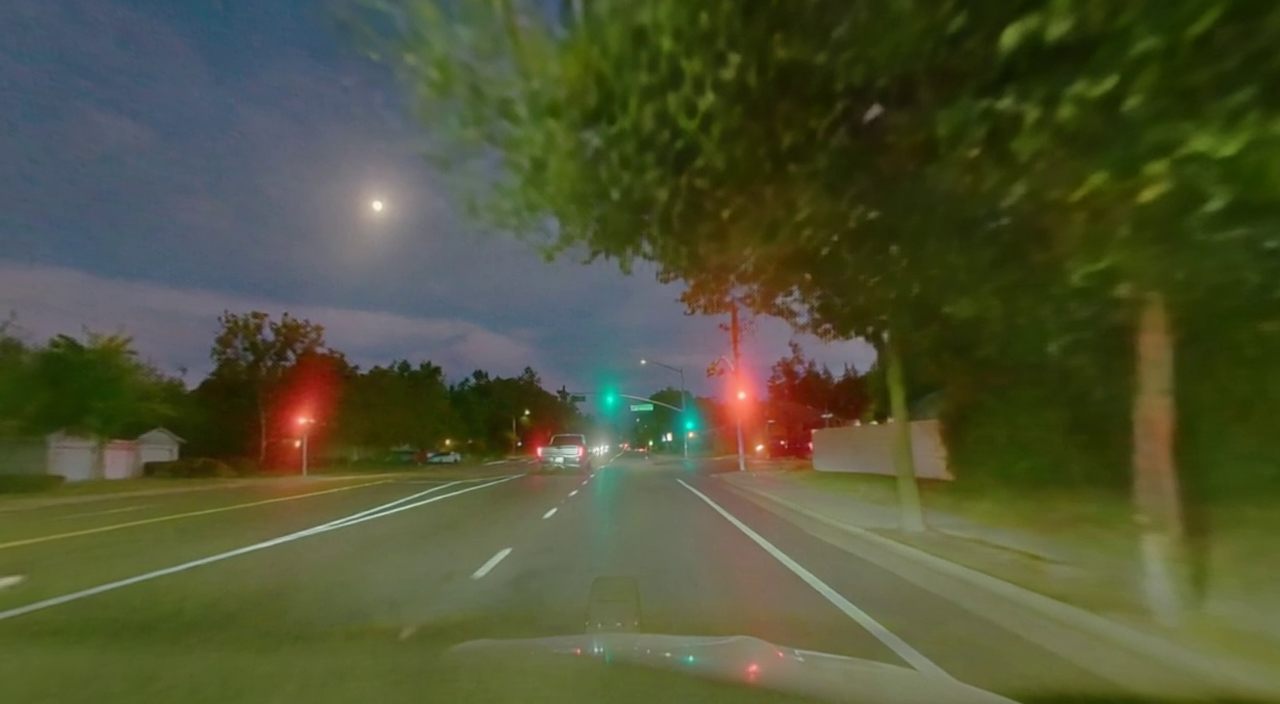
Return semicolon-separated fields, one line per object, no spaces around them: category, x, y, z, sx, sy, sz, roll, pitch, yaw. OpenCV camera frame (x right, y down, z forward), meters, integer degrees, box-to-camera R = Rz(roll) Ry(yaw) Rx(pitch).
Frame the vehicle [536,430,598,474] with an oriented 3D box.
vehicle;-3.613;5.156;32.699;2.508;2.001;5.880;0;-9;0

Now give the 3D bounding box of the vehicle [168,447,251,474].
vehicle;-28.920;7.317;42.582;4.092;1.624;1.965;0;-11;-12

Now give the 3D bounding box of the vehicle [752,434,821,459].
vehicle;10.627;6.894;46.141;4.500;1.761;1.975;0;-9;1
